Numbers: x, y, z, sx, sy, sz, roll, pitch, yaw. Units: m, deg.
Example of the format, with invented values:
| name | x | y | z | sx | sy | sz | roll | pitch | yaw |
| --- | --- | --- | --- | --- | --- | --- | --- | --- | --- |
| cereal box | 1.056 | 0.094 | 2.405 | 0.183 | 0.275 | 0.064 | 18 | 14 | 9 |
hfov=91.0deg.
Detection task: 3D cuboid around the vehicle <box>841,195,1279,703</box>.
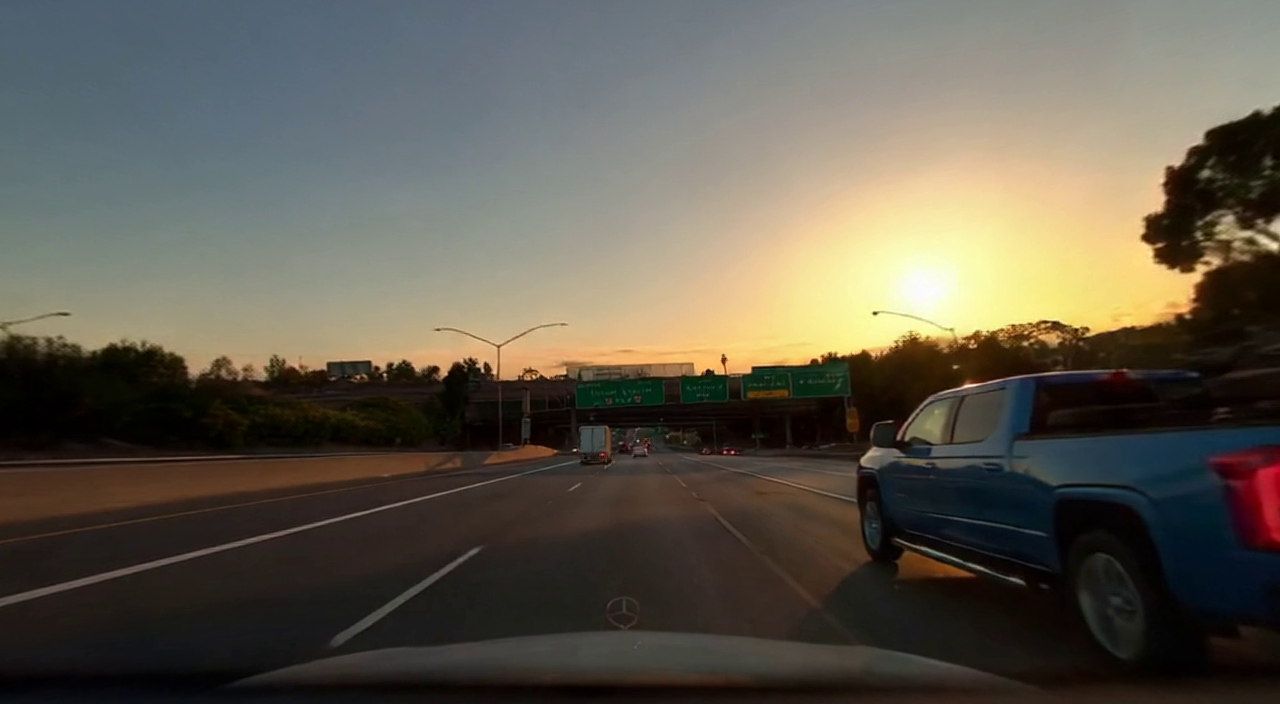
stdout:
| name | x | y | z | sx | sy | sz | roll | pitch | yaw |
| --- | --- | --- | --- | --- | --- | --- | --- | --- | --- |
| vehicle | 3.593 | 0.777 | 4.034 | 2.593 | 2.110 | 6.016 | 0 | -9 | 0 |
